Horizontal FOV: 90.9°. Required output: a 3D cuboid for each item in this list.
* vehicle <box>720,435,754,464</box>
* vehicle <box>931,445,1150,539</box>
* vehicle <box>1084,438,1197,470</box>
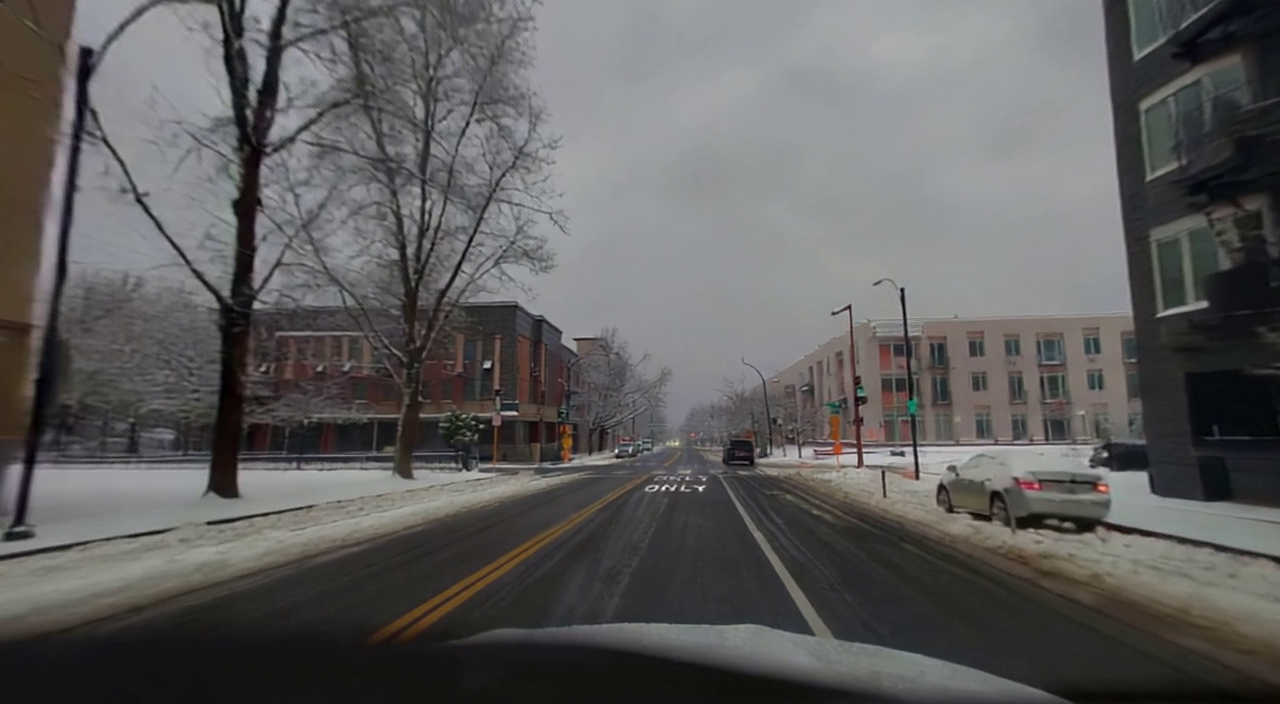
[{"bbox_3d":[6.698,6.762,43.910,1.971,1.919,4.748,-1,-8,5],"label":"vehicle"},{"bbox_3d":[7.426,2.561,12.279,1.759,1.488,4.124,-1,-8,4],"label":"vehicle"},{"bbox_3d":[28.587,5.818,36.135,4.525,1.769,2.180,0,-8,2],"label":"vehicle"}]
